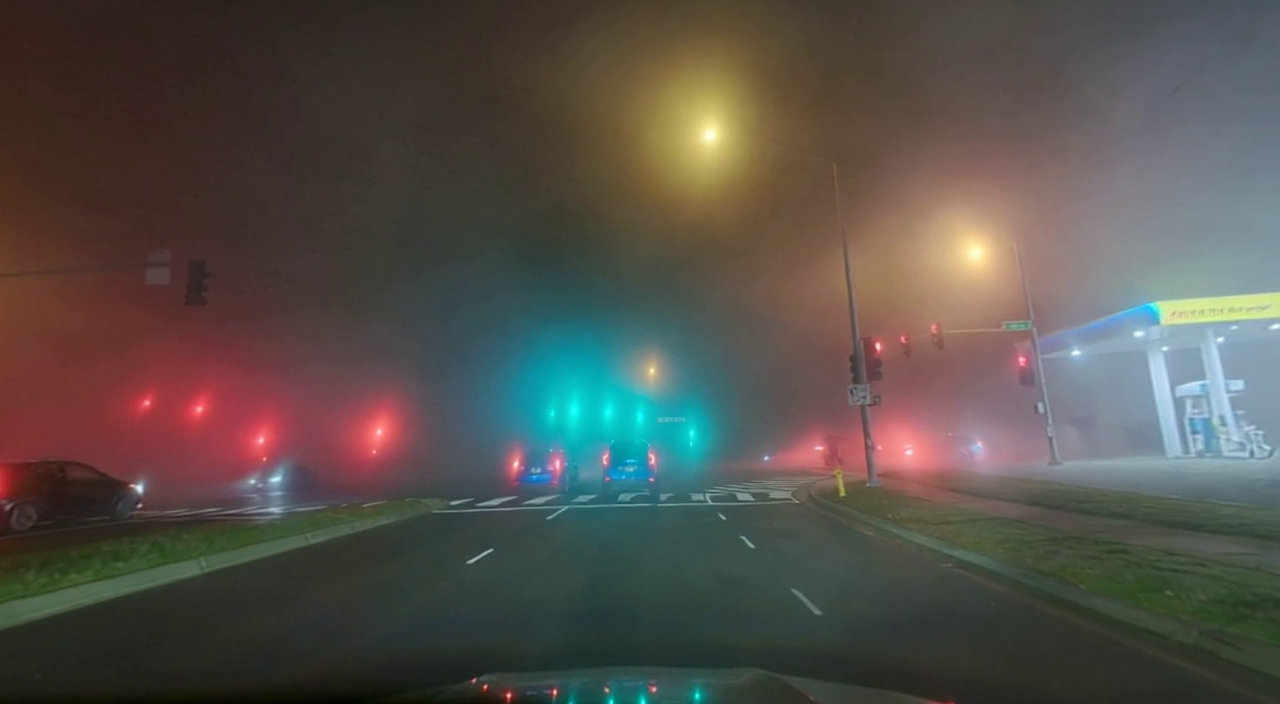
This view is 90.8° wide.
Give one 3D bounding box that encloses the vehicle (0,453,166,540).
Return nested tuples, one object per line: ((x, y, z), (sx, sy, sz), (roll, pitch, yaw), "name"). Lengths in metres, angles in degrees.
((-13.451, 3.123, 14.149), (1.995, 1.626, 4.592), (0, -8, 2), "vehicle")

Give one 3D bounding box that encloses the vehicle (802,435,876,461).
((13.791, 6.676, 44.002), (4.524, 1.681, 1.823), (0, -8, 0), "vehicle")

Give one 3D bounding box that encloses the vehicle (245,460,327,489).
((-20.954, 7.235, 37.656), (1.949, 1.480, 4.932), (0, -8, 1), "vehicle")

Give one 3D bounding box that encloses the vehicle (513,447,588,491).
((-3.254, 4.345, 23.875), (2.003, 1.492, 4.291), (-1, -8, 3), "vehicle")

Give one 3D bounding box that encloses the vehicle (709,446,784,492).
((3.898, 4.087, 22.556), (1.976, 1.462, 4.342), (-3, -9, 18), "vehicle")

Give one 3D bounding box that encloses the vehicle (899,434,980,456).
((20.680, 6.445, 43.723), (4.700, 1.417, 1.789), (-1, -8, 2), "vehicle")

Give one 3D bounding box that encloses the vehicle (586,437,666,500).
((-0.341, 3.564, 19.712), (2.210, 1.722, 4.215), (0, -8, 2), "vehicle")
